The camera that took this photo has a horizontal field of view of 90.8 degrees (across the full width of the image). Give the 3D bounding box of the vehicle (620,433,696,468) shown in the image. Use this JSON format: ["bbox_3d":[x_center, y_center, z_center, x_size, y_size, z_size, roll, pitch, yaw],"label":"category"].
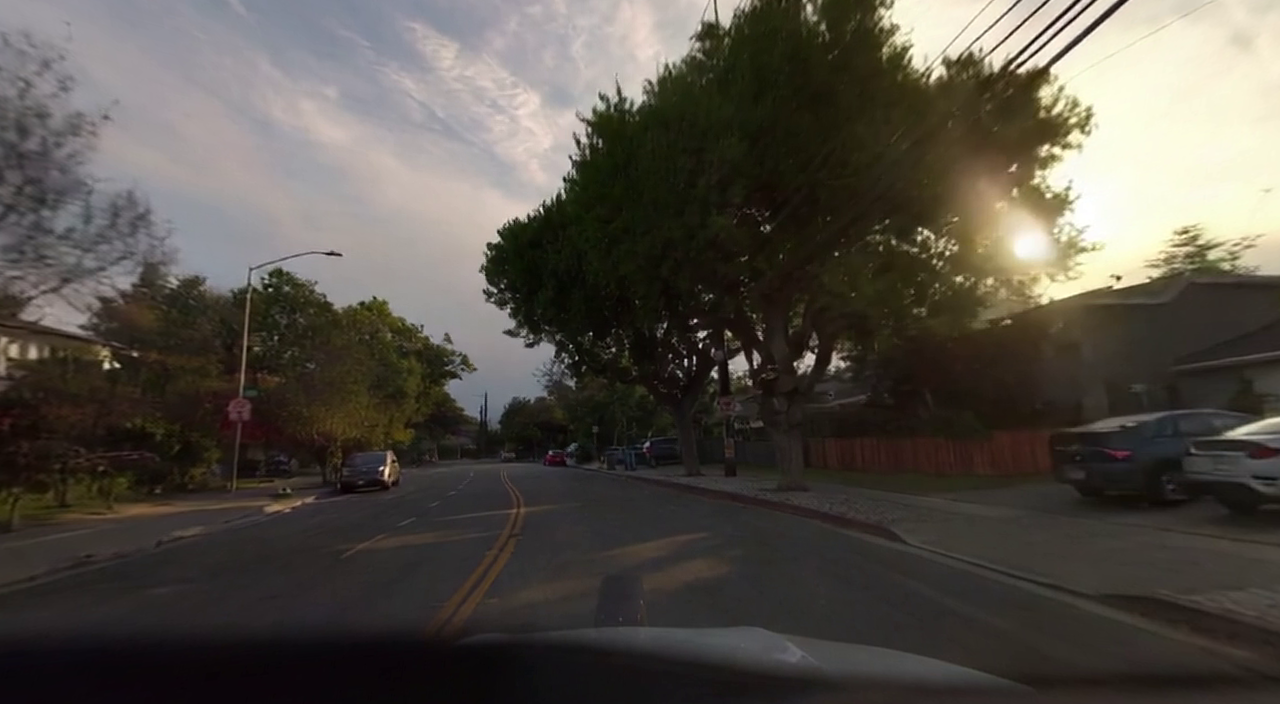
[{"bbox_3d":[1.252,6.817,43.867,5.011,1.782,2.115,-6,-6,1],"label":"vehicle"}]

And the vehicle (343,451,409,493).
[{"bbox_3d":[-10.851,4.919,26.262,1.902,1.434,4.313,0,-8,-14],"label":"vehicle"}]

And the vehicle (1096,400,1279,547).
[{"bbox_3d":[9.501,1.428,8.602,4.666,1.655,2.169,-7,-9,6],"label":"vehicle"}]
